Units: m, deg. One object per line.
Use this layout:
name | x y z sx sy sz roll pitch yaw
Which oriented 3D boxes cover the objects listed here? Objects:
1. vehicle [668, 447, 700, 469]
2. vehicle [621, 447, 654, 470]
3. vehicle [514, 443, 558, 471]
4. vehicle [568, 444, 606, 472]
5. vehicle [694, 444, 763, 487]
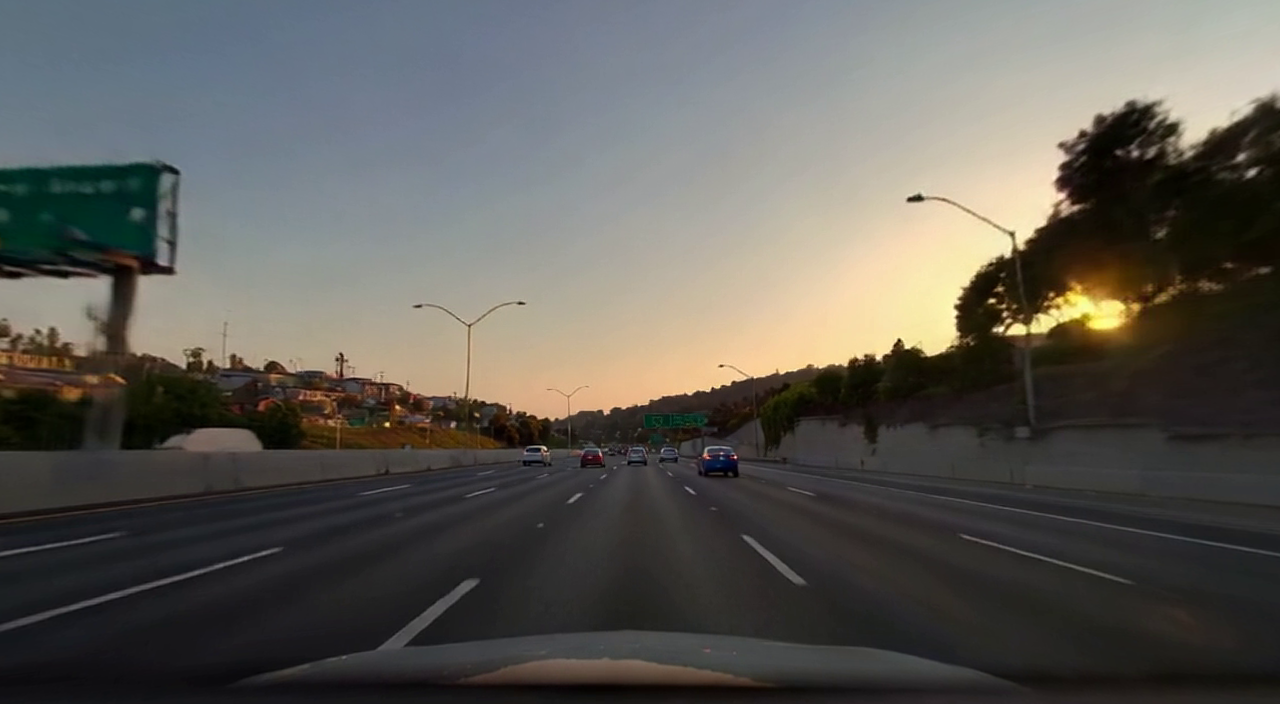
vehicle | 3.208 7.809 46.391 2.036 1.517 4.256 0 -9 0
vehicle | -0.177 7.311 43.588 2.166 1.496 4.158 0 -9 0
vehicle | -6.850 6.953 41.972 2.112 1.721 4.381 0 -9 1
vehicle | -3.308 6.701 40.112 2.091 1.664 4.157 0 -9 0
vehicle | 3.428 4.514 25.389 2.077 1.527 4.553 0 -9 -1
